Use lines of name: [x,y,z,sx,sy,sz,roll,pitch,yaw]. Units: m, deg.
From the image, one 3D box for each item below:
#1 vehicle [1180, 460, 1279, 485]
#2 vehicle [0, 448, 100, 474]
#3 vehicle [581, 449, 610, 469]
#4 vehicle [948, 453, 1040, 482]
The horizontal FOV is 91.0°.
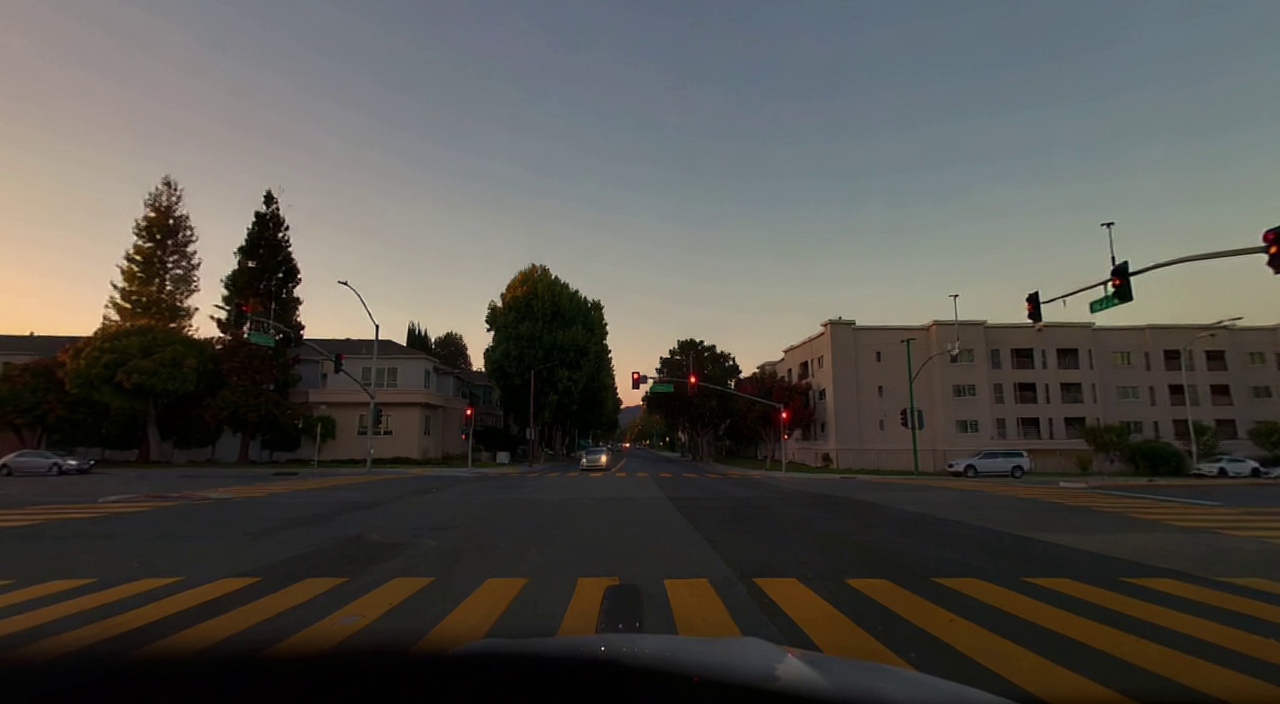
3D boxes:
vehicle: [36.213,7.312,38.297,4.976,1.428,1.929,0,-8,-2]
vehicle: [-35.151,6.417,37.171,4.741,1.447,1.807,0,-9,0]
vehicle: [-3.463,8.372,49.301,1.908,1.441,4.142,0,-8,1]
vehicle: [21.088,6.874,37.580,4.447,1.623,1.801,0,-9,-3]
